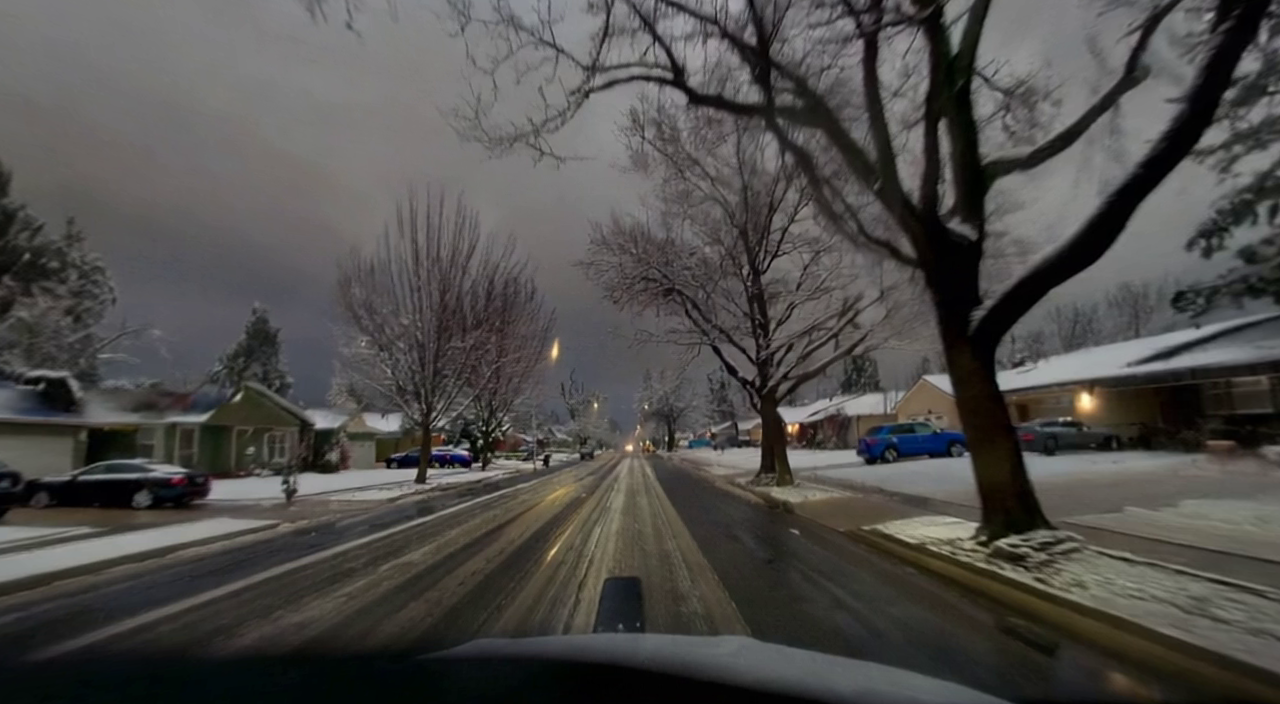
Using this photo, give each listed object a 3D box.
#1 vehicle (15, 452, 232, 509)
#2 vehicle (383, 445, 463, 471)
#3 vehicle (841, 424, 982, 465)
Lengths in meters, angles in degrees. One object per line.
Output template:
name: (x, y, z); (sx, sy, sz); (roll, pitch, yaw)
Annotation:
vehicle: (-14.875, 3.696, 18.441); (4.492, 1.501, 1.903); (1, -9, -5)
vehicle: (-15.303, 7.490, 44.677); (4.830, 1.725, 2.116); (0, -9, 1)
vehicle: (10.230, 3.524, 24.084); (4.422, 1.488, 2.013); (0, -8, 0)
